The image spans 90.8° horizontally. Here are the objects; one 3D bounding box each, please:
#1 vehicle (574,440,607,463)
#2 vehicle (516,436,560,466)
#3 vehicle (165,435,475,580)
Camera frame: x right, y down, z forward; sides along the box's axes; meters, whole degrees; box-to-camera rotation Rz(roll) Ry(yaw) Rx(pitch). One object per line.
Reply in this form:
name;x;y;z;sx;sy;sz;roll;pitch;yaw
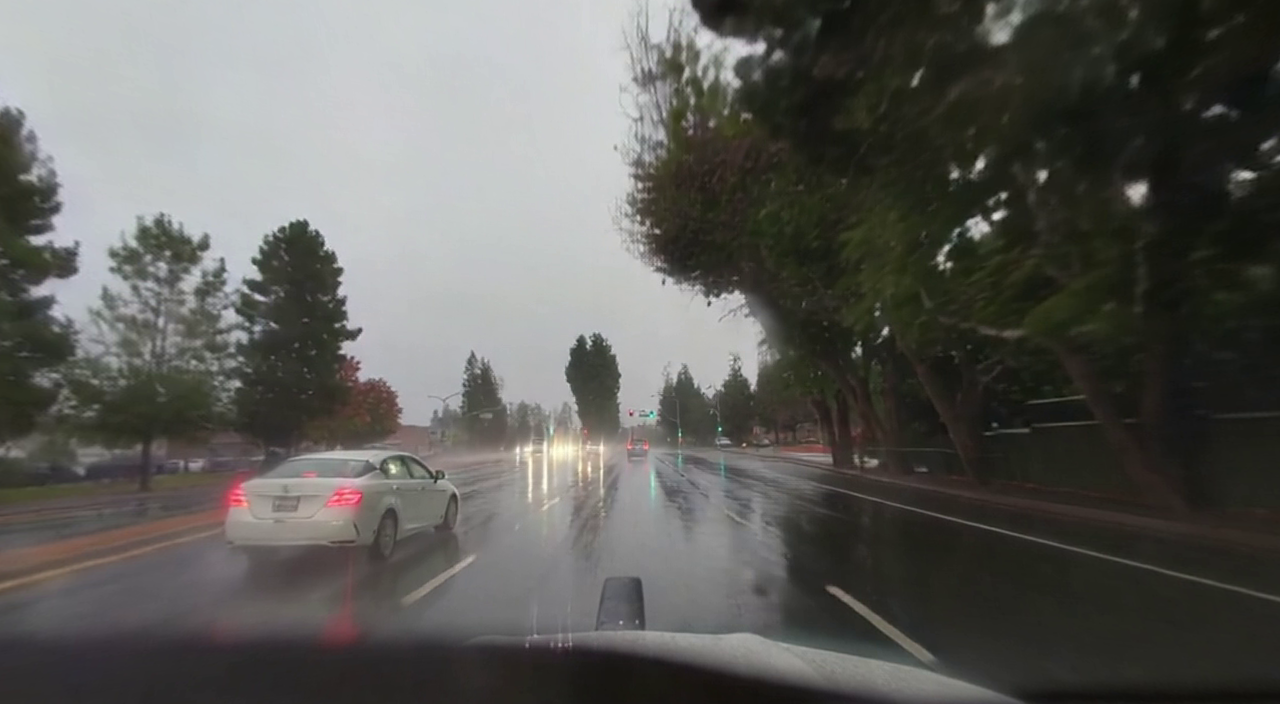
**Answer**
vehicle;-3.630;7.431;47.134;2.103;1.592;4.160;0;-9;1
vehicle;-7.419;7.250;46.573;2.274;2.040;6.031;0;-9;-1
vehicle;-3.788;1.894;8.579;1.905;1.418;4.396;0;-9;0
